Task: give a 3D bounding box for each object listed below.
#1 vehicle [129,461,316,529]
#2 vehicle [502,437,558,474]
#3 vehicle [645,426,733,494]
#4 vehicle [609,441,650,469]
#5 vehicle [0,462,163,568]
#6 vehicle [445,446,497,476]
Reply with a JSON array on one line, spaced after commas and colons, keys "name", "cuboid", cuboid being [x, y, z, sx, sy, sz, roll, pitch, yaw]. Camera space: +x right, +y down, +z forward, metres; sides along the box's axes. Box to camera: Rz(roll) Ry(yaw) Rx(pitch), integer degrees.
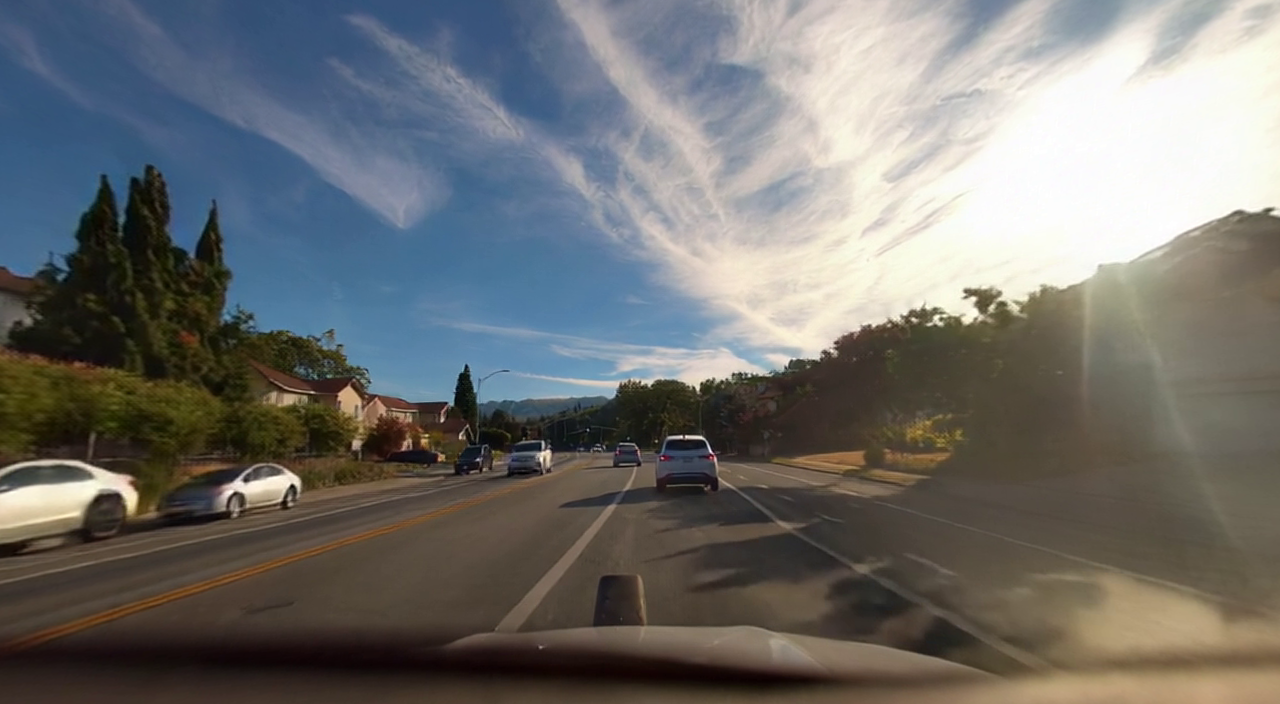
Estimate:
[{"name": "vehicle", "cuboid": [-11.024, 3.761, 17.187, 1.831, 1.464, 4.520, -1, -8, 3]}, {"name": "vehicle", "cuboid": [-5.986, 5.682, 34.942, 2.146, 1.912, 4.878, 0, -8, 1]}, {"name": "vehicle", "cuboid": [1.303, 3.172, 18.912, 2.200, 1.763, 4.676, 0, -8, -1]}, {"name": "vehicle", "cuboid": [-0.655, 5.770, 35.619, 2.196, 1.449, 4.006, 0, -8, -3]}, {"name": "vehicle", "cuboid": [-11.524, 2.903, 11.181, 2.150, 1.644, 5.120, -5, -9, 1]}, {"name": "vehicle", "cuboid": [-10.900, 7.017, 41.120, 2.188, 1.813, 4.478, 0, -8, -1]}]
